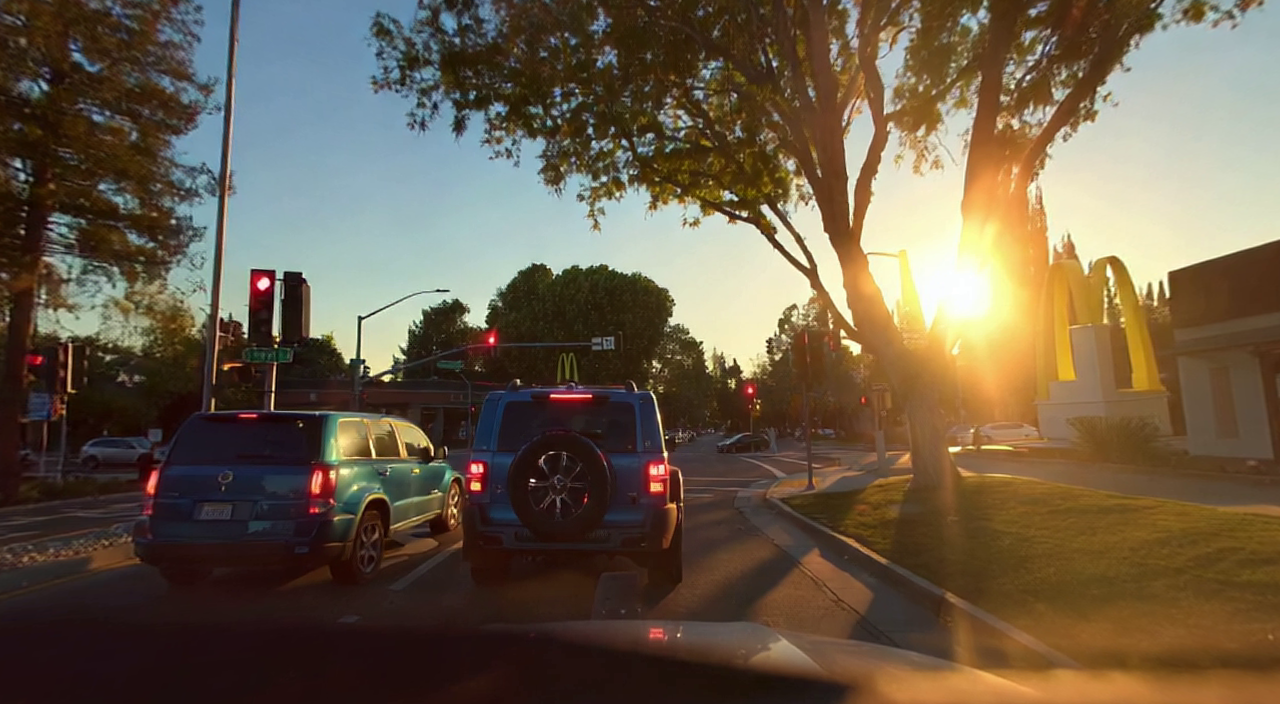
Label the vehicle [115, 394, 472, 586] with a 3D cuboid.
[{"bbox_3d":[-3.904,1.643,8.327,2.130,1.819,4.497,0,-8,0],"label":"vehicle"}]

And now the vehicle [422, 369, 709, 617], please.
[{"bbox_3d":[-0.622,1.438,7.330,2.224,1.923,4.643,0,-8,-1],"label":"vehicle"}]
